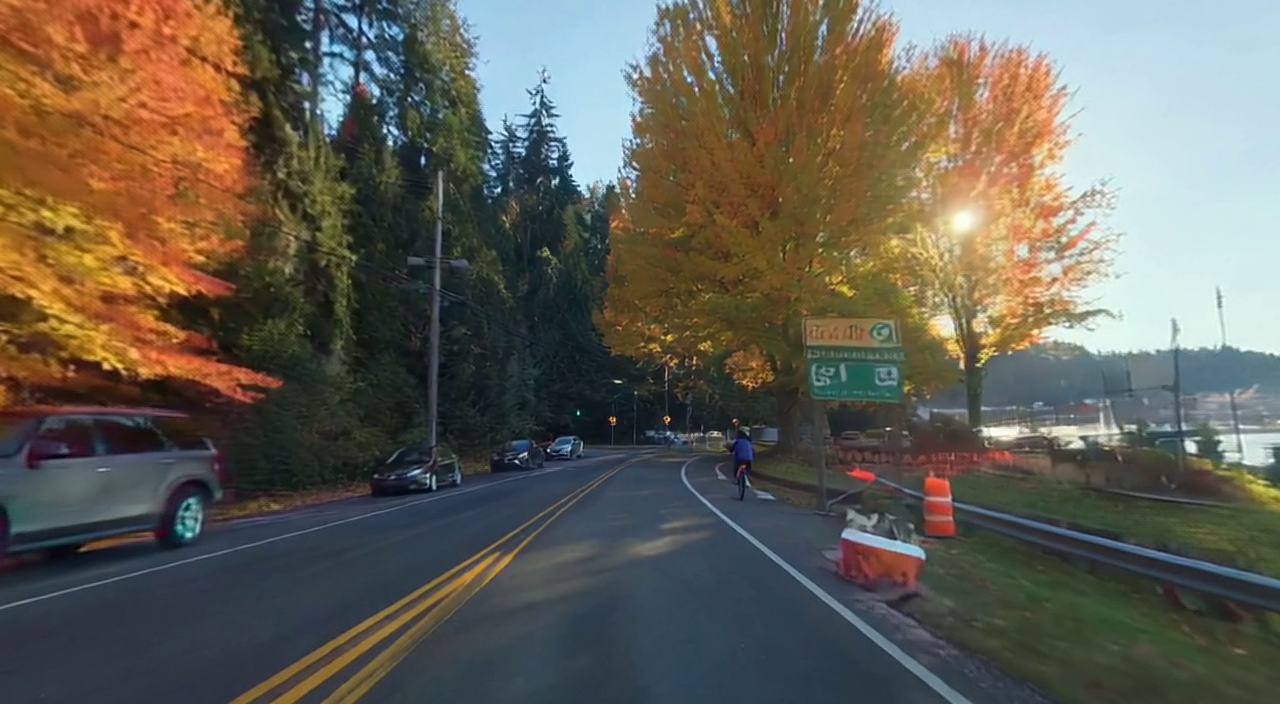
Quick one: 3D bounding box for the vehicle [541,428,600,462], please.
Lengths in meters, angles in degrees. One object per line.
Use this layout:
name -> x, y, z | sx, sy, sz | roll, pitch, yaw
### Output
vehicle -> -5.261, 7.197, 48.738 | 3.139, 2.119, 5.889 | -6, -9, 6

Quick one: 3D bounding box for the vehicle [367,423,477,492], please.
vehicle -> -7.157, 3.528, 21.304 | 1.955, 1.908, 4.680 | -5, -9, 1

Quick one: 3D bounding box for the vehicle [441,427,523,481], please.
vehicle -> -6.691, 4.393, 27.314 | 2.008, 1.910, 4.809 | -6, -9, 2

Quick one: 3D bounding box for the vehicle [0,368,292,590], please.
vehicle -> -7.144, 1.529, 7.806 | 2.312, 2.075, 5.748 | -3, -9, 2
